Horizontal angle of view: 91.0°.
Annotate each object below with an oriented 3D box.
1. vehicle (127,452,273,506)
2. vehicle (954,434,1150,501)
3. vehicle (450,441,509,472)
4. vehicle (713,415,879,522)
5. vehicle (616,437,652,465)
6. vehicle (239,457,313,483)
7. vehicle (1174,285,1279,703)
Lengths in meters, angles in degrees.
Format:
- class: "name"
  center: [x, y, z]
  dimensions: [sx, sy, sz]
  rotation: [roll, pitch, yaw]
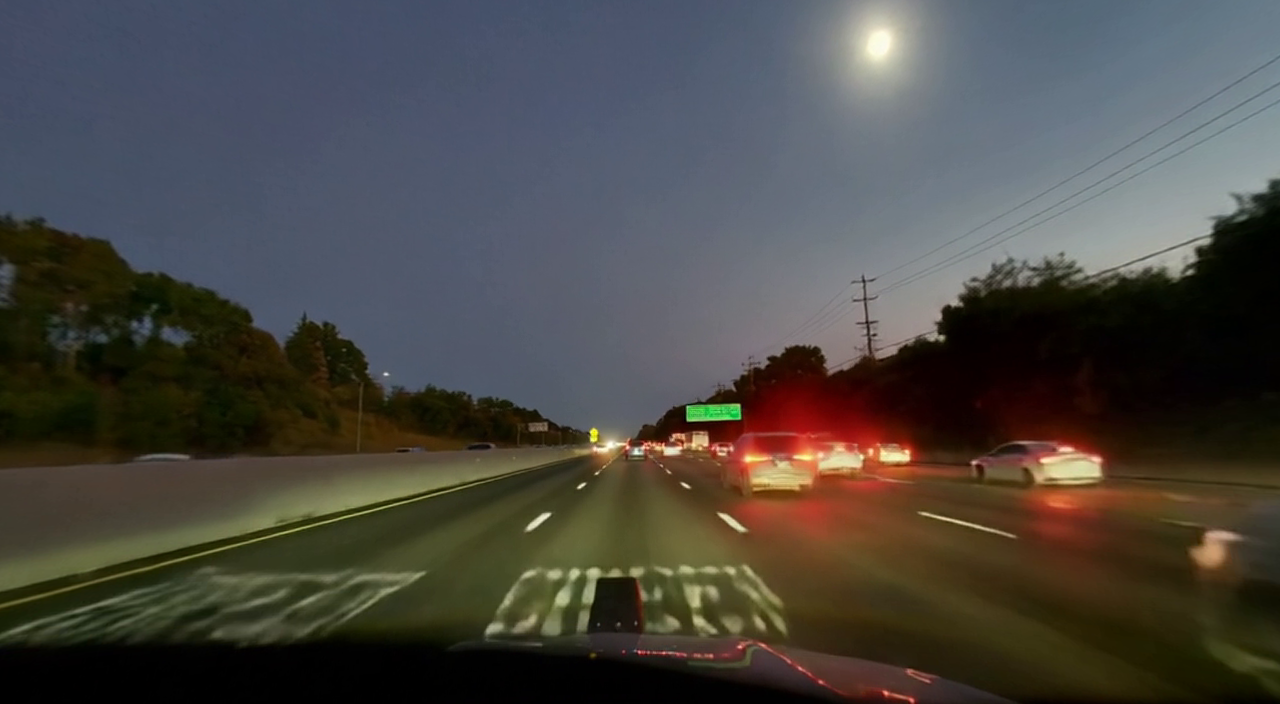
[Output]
- class: "vehicle"
  center: [-15.390, 4.436, 22.407]
  dimensions: [1.995, 1.664, 4.401]
  rotation: [0, -8, 0]
- class: "vehicle"
  center: [10.331, 2.920, 16.347]
  dimensions: [1.890, 1.474, 4.662]
  rotation: [0, -9, 0]
- class: "vehicle"
  center: [-8.917, 5.839, 35.422]
  dimensions: [2.047, 1.650, 4.600]
  rotation: [0, -8, 0]
- class: "vehicle"
  center: [2.995, 2.381, 13.402]
  dimensions: [2.152, 1.821, 4.853]
  rotation: [0, -8, -2]
- class: "vehicle"
  center: [-0.424, 6.793, 43.230]
  dimensions: [2.314, 1.796, 4.254]
  rotation: [0, -8, -1]
- class: "vehicle"
  center: [-23.134, 7.478, 40.204]
  dimensions: [1.900, 1.477, 4.797]
  rotation: [0, -8, -1]
- class: "vehicle"
  center: [3.451, 0.406, 0.313]
  dimensions: [2.095, 1.886, 4.727]
  rotation: [0, -8, -1]
